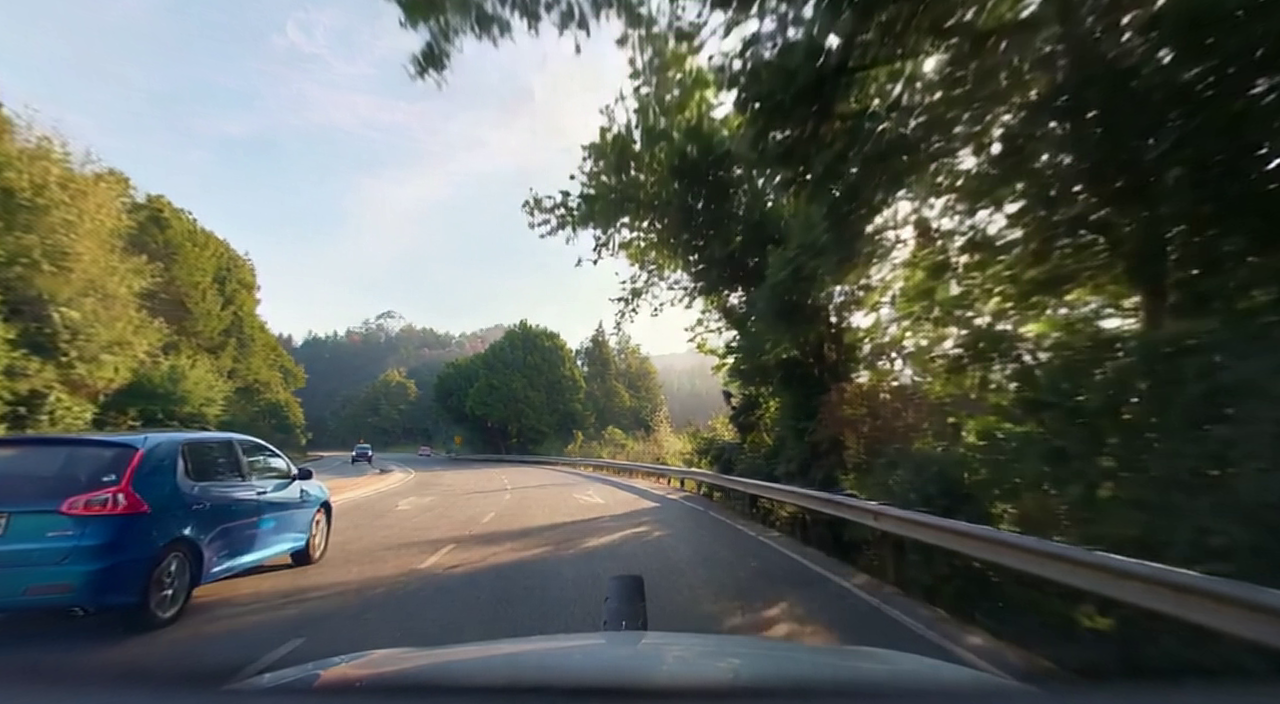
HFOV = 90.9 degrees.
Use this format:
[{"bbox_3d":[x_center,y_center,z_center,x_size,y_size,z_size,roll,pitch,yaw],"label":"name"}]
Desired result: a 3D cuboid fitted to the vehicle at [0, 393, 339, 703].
[{"bbox_3d":[-4.423,1.324,5.261,2.078,1.607,3.959,1,-9,-4],"label":"vehicle"}]
